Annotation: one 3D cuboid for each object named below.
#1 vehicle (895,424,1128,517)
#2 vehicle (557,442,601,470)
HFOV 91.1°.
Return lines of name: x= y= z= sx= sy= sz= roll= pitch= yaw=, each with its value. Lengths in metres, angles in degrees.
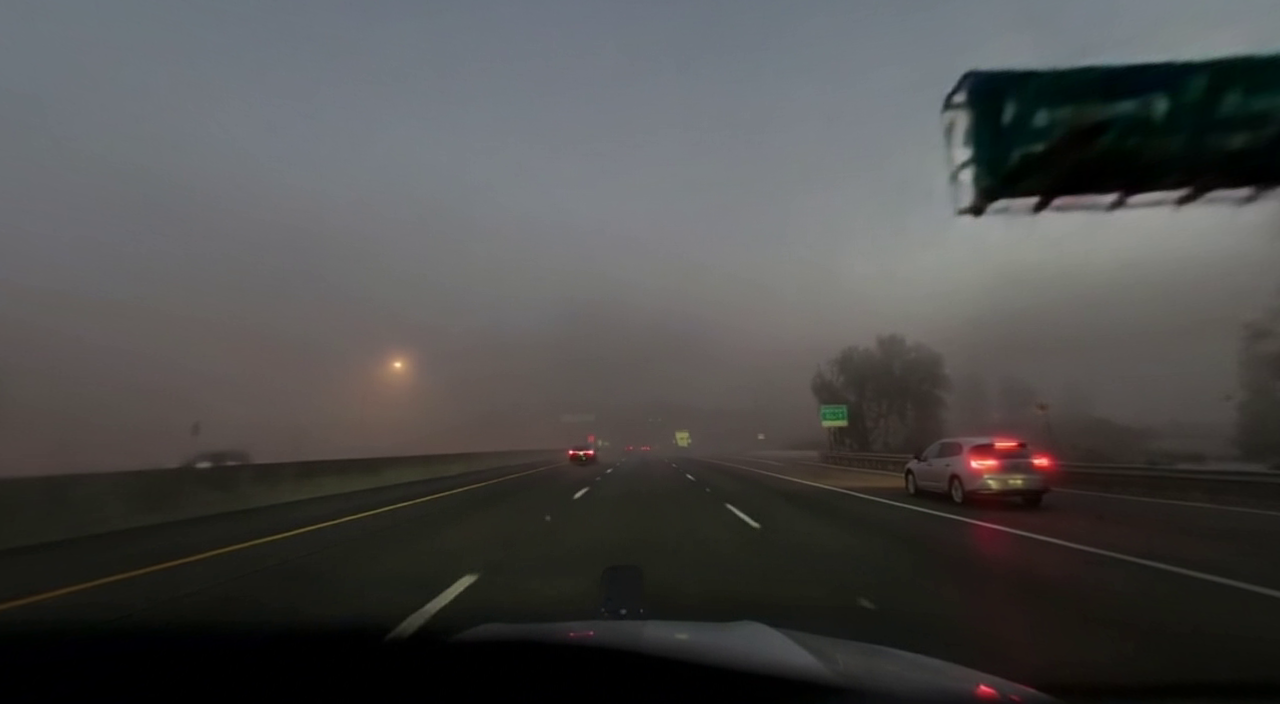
vehicle: x=7.525 y=2.439 z=13.496 sx=2.032 sy=1.601 sz=4.863 roll=0 pitch=-8 yaw=0
vehicle: x=-3.530 y=6.150 z=37.218 sx=2.055 sy=1.533 sz=4.604 roll=-1 pitch=-8 yaw=1
